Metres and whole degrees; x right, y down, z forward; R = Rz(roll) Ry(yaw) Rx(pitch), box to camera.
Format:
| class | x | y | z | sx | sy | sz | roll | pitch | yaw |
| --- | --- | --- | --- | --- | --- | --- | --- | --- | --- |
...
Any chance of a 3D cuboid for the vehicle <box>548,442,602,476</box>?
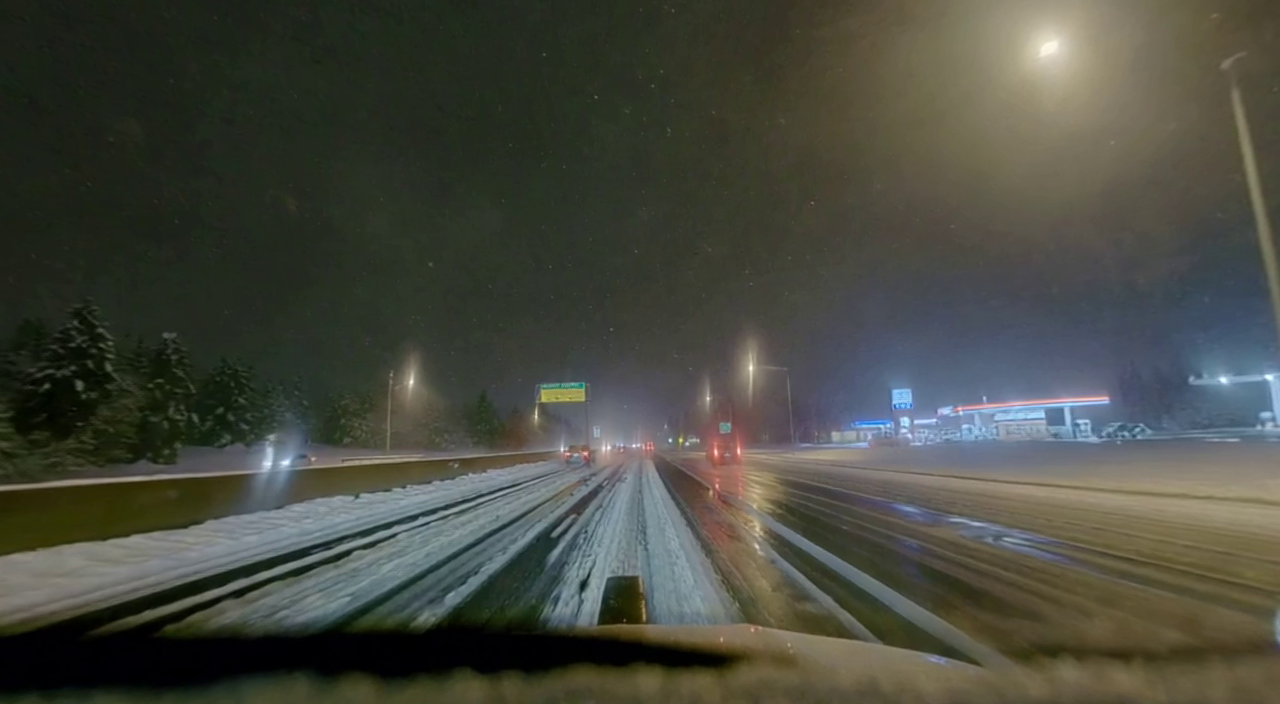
| class | x | y | z | sx | sy | sz | roll | pitch | yaw |
| --- | --- | --- | --- | --- | --- | --- | --- | --- | --- |
| vehicle | -3.080 | 5.165 | 30.807 | 2.114 | 1.510 | 4.186 | -1 | -9 | 1 |

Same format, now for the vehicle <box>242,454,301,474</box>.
| class | x | y | z | sx | sy | sz | roll | pitch | yaw |
| --- | --- | --- | --- | --- | --- | --- | --- | --- | --- |
| vehicle | -28.585 | 8.680 | 49.148 | 1.859 | 1.434 | 4.616 | 0 | -9 | -1 |

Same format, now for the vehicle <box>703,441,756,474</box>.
| class | x | y | z | sx | sy | sz | roll | pitch | yaw |
| --- | --- | --- | --- | --- | --- | --- | --- | --- | --- |
| vehicle | 4.377 | 5.250 | 31.612 | 1.909 | 1.467 | 4.940 | 0 | -9 | 0 |
